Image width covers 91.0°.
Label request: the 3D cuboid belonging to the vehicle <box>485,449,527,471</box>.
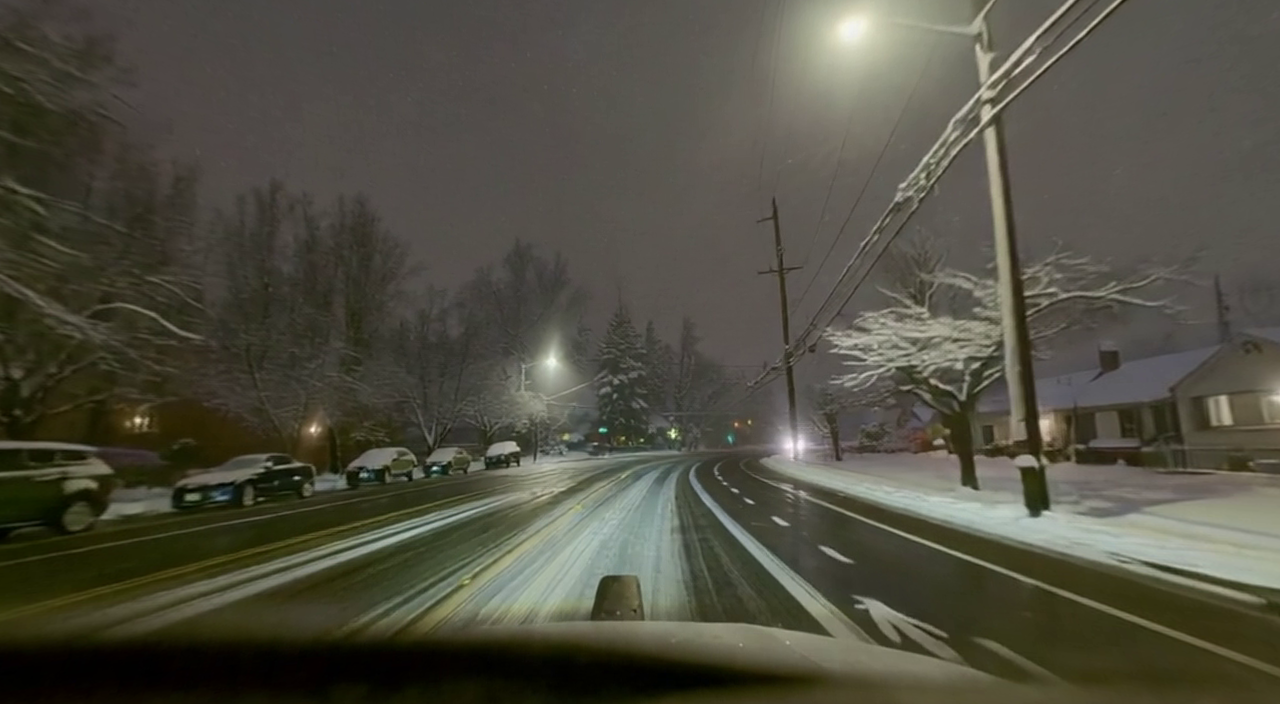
[{"bbox_3d":[-9.691,7.856,45.832,1.900,1.471,4.462,0,-8,3],"label":"vehicle"}]

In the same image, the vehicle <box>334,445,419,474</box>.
[{"bbox_3d":[-16.452,6.691,39.434,4.411,1.737,1.950,1,-8,-4],"label":"vehicle"}]

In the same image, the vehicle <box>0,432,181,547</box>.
[{"bbox_3d":[-11.870,2.588,12.008,2.114,1.925,5.449,-3,-9,0],"label":"vehicle"}]

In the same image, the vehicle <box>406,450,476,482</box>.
[{"bbox_3d":[-10.738,6.160,34.340,1.945,1.514,4.635,0,-8,5],"label":"vehicle"}]

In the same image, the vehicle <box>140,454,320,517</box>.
[{"bbox_3d":[-11.559,3.741,18.246,1.908,1.491,4.627,0,-8,4],"label":"vehicle"}]
